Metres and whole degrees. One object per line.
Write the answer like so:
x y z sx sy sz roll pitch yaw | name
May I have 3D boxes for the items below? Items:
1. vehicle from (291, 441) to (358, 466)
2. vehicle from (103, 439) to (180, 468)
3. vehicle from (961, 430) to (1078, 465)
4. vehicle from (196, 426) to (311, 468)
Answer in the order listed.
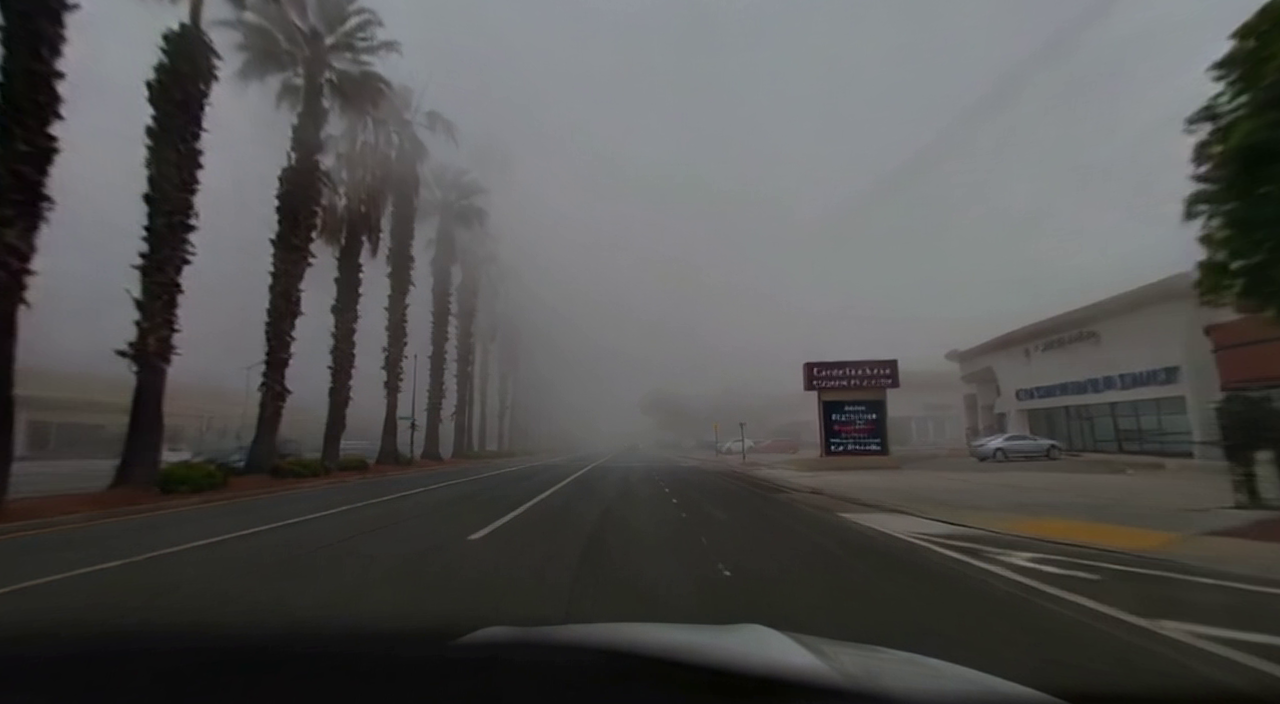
-19.971 6.449 40.240 1.919 1.476 4.738 0 -9 -2 | vehicle
-36.084 7.345 45.753 4.042 1.413 1.826 -7 -5 -2 | vehicle
19.253 4.863 32.182 4.552 1.649 2.187 0 -8 -4 | vehicle
-16.477 4.101 27.271 2.013 1.658 4.697 0 -8 -1 | vehicle
